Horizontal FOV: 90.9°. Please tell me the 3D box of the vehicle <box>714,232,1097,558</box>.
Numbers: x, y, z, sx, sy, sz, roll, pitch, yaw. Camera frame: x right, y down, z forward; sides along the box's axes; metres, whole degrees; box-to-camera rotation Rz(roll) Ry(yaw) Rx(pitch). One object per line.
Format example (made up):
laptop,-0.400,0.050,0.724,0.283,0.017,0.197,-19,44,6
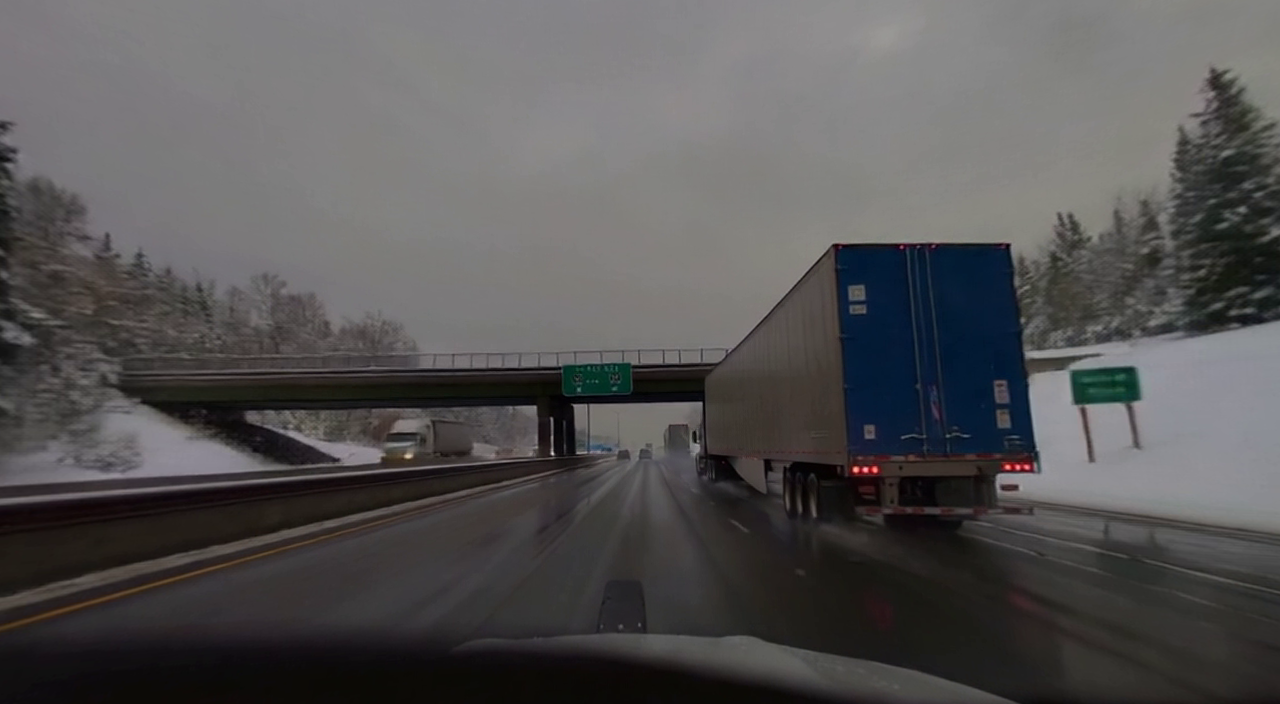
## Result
vehicle,4.030,1.554,14.847,2.825,4.054,14.210,0,-9,0
